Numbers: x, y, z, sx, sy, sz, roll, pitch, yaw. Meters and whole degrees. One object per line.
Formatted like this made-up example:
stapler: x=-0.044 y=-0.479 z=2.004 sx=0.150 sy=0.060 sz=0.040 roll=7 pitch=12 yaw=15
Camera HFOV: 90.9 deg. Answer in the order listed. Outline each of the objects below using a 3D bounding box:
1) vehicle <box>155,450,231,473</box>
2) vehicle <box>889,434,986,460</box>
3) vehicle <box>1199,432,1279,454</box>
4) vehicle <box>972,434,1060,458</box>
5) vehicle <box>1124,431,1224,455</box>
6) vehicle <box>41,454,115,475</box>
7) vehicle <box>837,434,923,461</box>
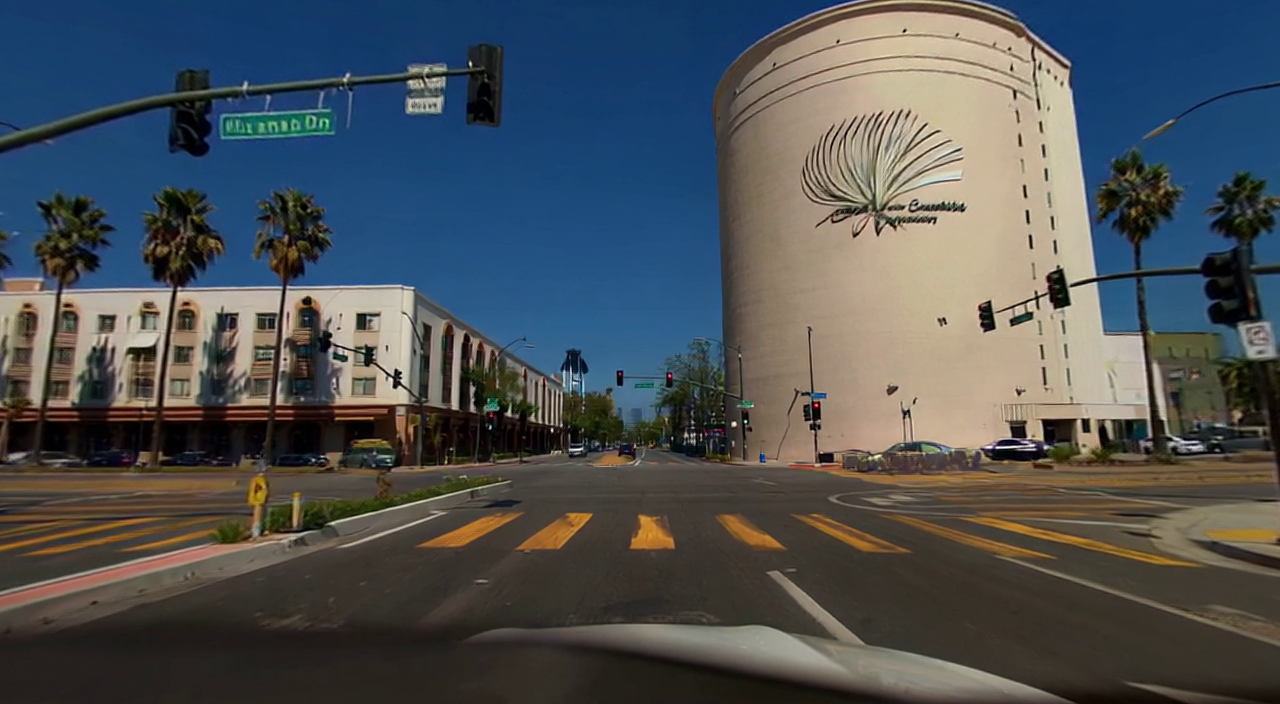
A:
vehicle: x=-32.815 y=8.031 z=46.321 sx=4.136 sy=1.661 sz=1.857 roll=0 pitch=-8 yaw=1
vehicle: x=17.164 y=5.517 z=36.525 sx=4.684 sy=1.461 sz=1.777 roll=0 pitch=-8 yaw=-1
vehicle: x=42.365 y=6.413 z=44.235 sx=4.437 sy=1.469 sz=1.811 roll=0 pitch=-8 yaw=0
vehicle: x=23.784 y=5.993 z=39.983 sx=4.423 sy=1.465 sz=1.798 roll=0 pitch=-8 yaw=1
vehicle: x=33.436 y=5.693 z=39.538 sx=4.567 sy=1.458 sz=1.791 roll=0 pitch=-8 yaw=2
vehicle: x=-41.317 y=8.248 z=46.389 sx=3.698 sy=1.467 sz=1.779 roll=0 pitch=-8 yaw=1
vehicle: x=15.270 y=6.095 z=40.248 sx=4.648 sy=1.665 sz=1.910 roll=0 pitch=-8 yaw=0
